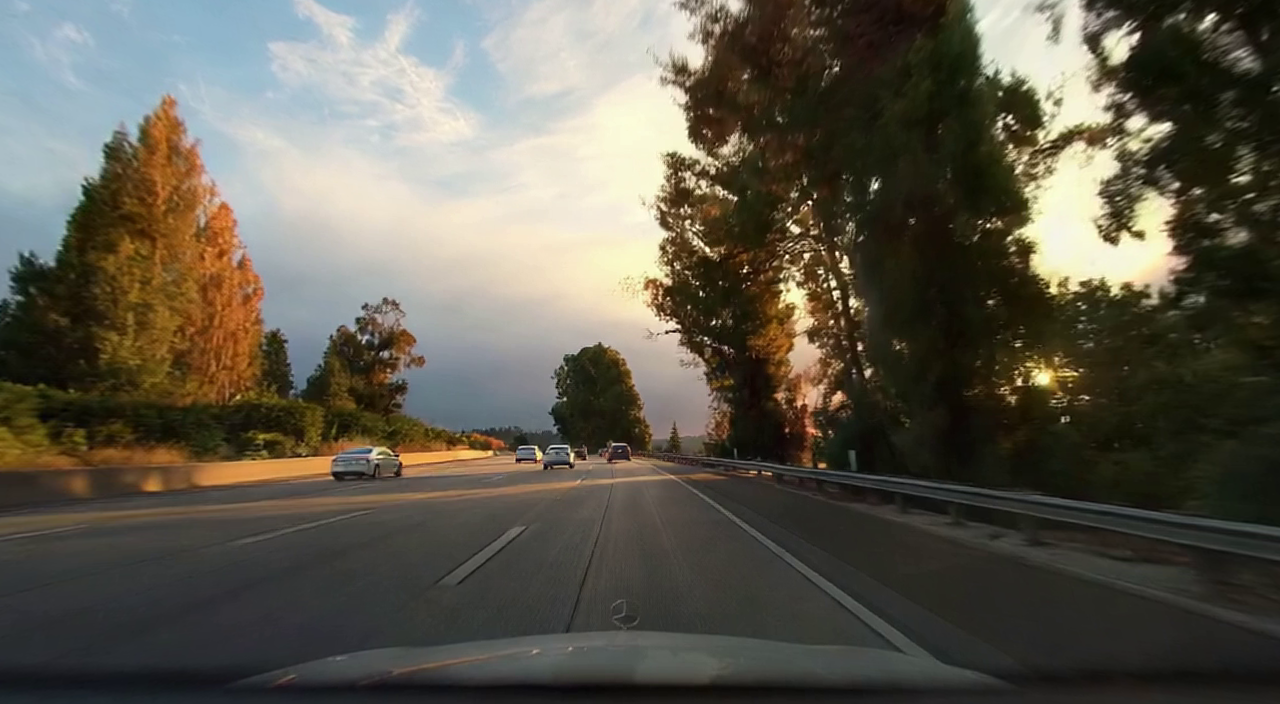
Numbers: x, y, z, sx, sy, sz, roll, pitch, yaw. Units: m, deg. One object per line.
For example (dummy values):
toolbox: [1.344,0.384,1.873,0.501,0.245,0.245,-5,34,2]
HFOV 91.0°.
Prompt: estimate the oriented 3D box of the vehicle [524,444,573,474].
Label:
vehicle: [-4.721,5.579,33.047,2.120,1.458,4.031,0,-9,-2]

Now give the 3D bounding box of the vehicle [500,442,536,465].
vehicle: [-9.080,7.582,47.211,2.015,1.608,4.294,0,-9,-3]

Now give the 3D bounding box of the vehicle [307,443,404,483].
vehicle: [-11.506,4.507,25.884,1.960,1.487,4.593,0,-9,-2]
